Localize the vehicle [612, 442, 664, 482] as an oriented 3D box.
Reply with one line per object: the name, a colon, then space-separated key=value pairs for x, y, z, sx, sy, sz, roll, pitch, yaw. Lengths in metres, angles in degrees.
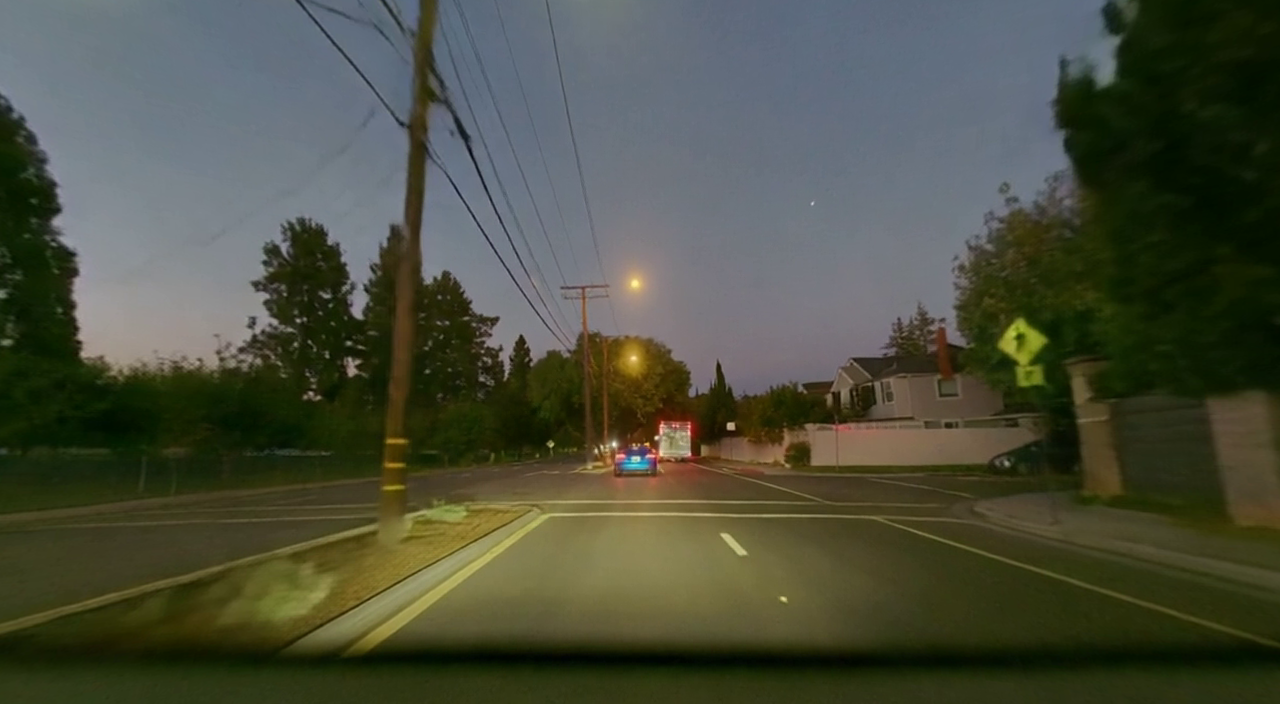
vehicle: x=-0.116 y=4.561 z=26.459 sx=2.018 sy=1.511 sz=3.993 roll=0 pitch=-8 yaw=-1
